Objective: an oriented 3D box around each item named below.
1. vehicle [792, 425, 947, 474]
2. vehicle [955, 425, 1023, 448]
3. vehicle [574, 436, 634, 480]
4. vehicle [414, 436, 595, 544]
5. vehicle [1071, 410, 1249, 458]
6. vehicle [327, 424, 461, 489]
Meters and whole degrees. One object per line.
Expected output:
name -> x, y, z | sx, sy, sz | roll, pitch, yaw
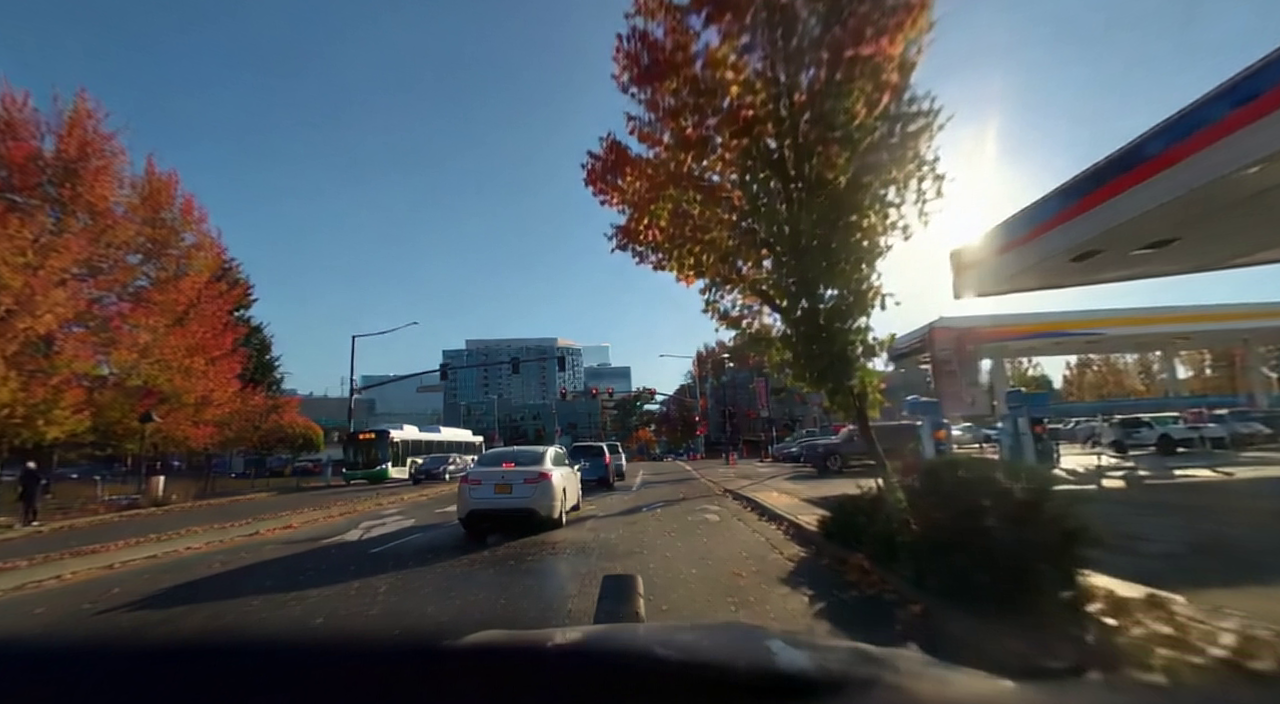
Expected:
vehicle -> 8.374, 3.606, 23.277 | 4.894, 1.451, 2.089 | -3, -8, 2
vehicle -> 25.381, 6.172, 45.643 | 3.847, 1.490, 1.883 | -1, -8, -6
vehicle -> -1.482, 4.633, 27.574 | 2.365, 1.751, 3.904 | 0, -9, 1
vehicle -> -2.078, 2.292, 10.991 | 2.092, 1.507, 4.078 | -1, -9, 3
vehicle -> 17.294, 2.769, 21.032 | 4.064, 1.507, 2.078 | 0, -9, 2
vehicle -> -14.048, 6.185, 37.436 | 3.189, 3.205, 11.526 | 0, -9, 1
